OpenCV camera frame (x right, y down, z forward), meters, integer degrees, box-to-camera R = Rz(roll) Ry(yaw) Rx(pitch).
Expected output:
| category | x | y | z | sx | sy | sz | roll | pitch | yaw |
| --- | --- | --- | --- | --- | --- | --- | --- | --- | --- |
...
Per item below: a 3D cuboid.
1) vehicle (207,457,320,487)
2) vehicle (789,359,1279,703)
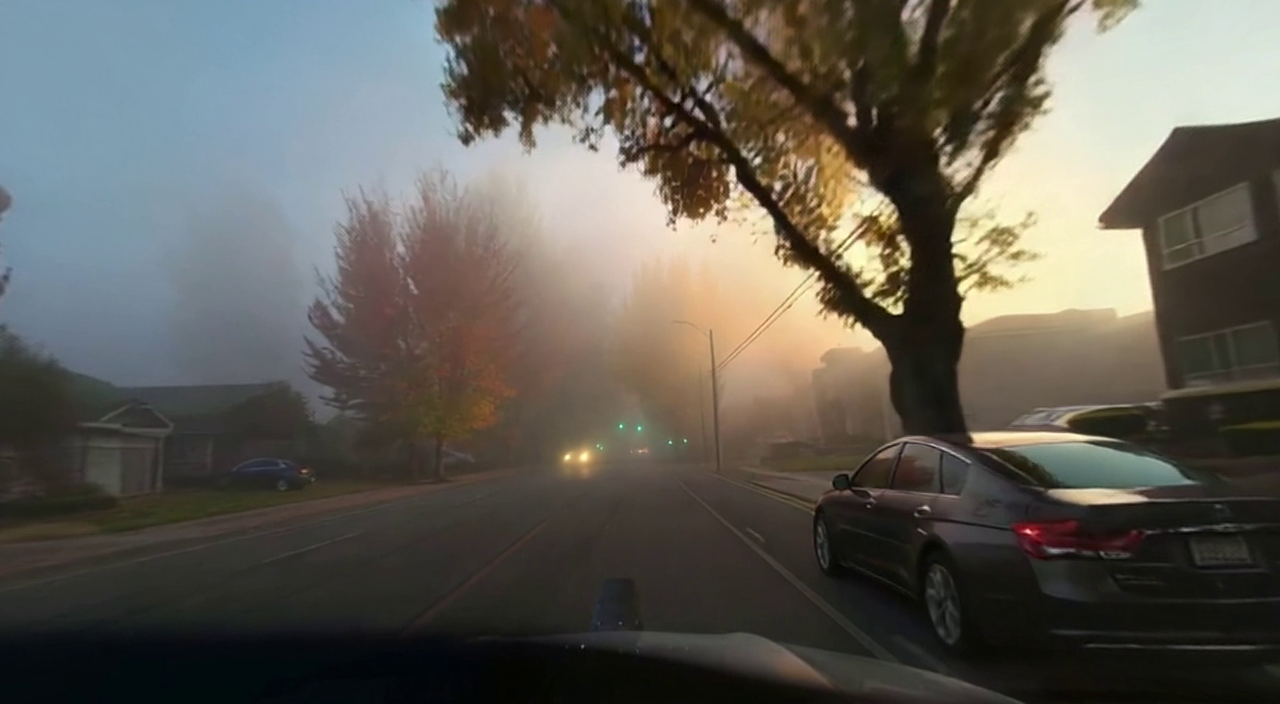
| category | x | y | z | sx | sy | sz | roll | pitch | yaw |
| --- | --- | --- | --- | --- | --- | --- | --- | --- | --- |
| vehicle | -19.528 | 6.217 | 32.923 | 4.610 | 1.463 | 1.841 | 1 | -9 | -6 |
| vehicle | 3.024 | 1.283 | 5.373 | 2.224 | 1.791 | 4.834 | 0 | -9 | -1 |
